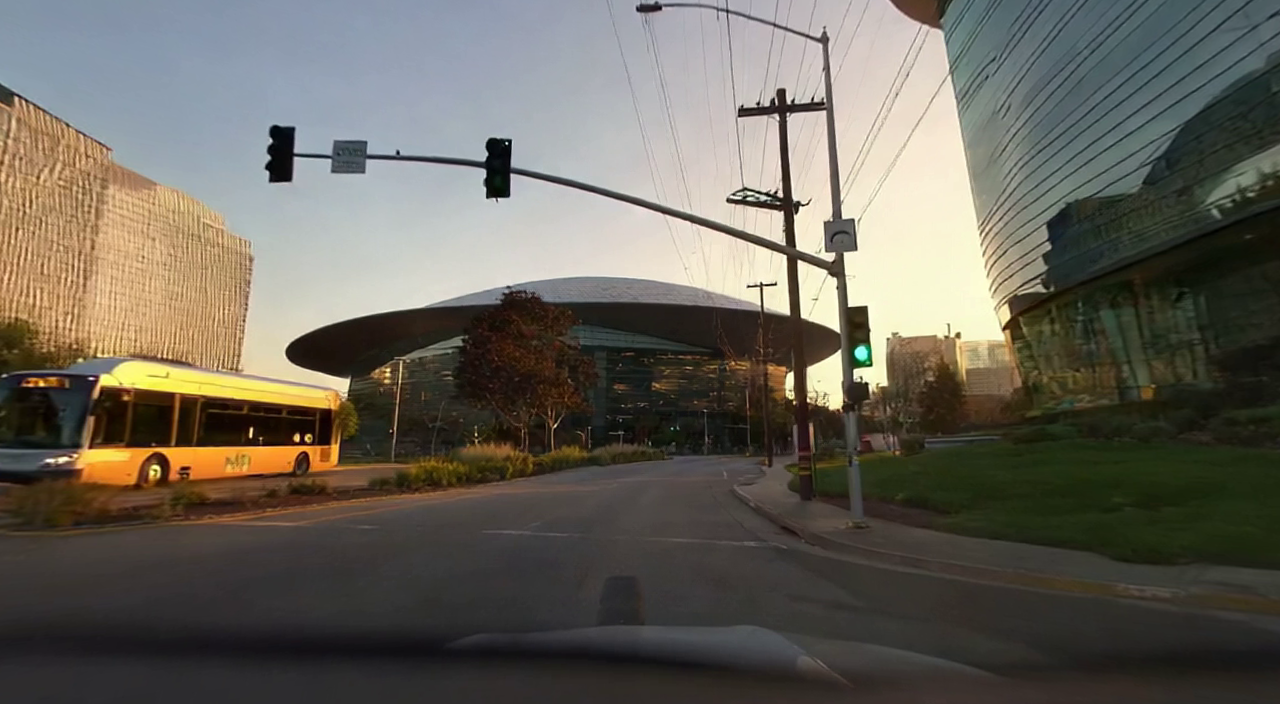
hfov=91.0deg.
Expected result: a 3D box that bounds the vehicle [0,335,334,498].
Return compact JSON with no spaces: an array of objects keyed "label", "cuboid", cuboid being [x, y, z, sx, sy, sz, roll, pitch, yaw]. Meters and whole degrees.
[{"label":"vehicle","cuboid":[-14.985,2.429,21.384,3.014,4.047,11.442,0,-9,2]}]
